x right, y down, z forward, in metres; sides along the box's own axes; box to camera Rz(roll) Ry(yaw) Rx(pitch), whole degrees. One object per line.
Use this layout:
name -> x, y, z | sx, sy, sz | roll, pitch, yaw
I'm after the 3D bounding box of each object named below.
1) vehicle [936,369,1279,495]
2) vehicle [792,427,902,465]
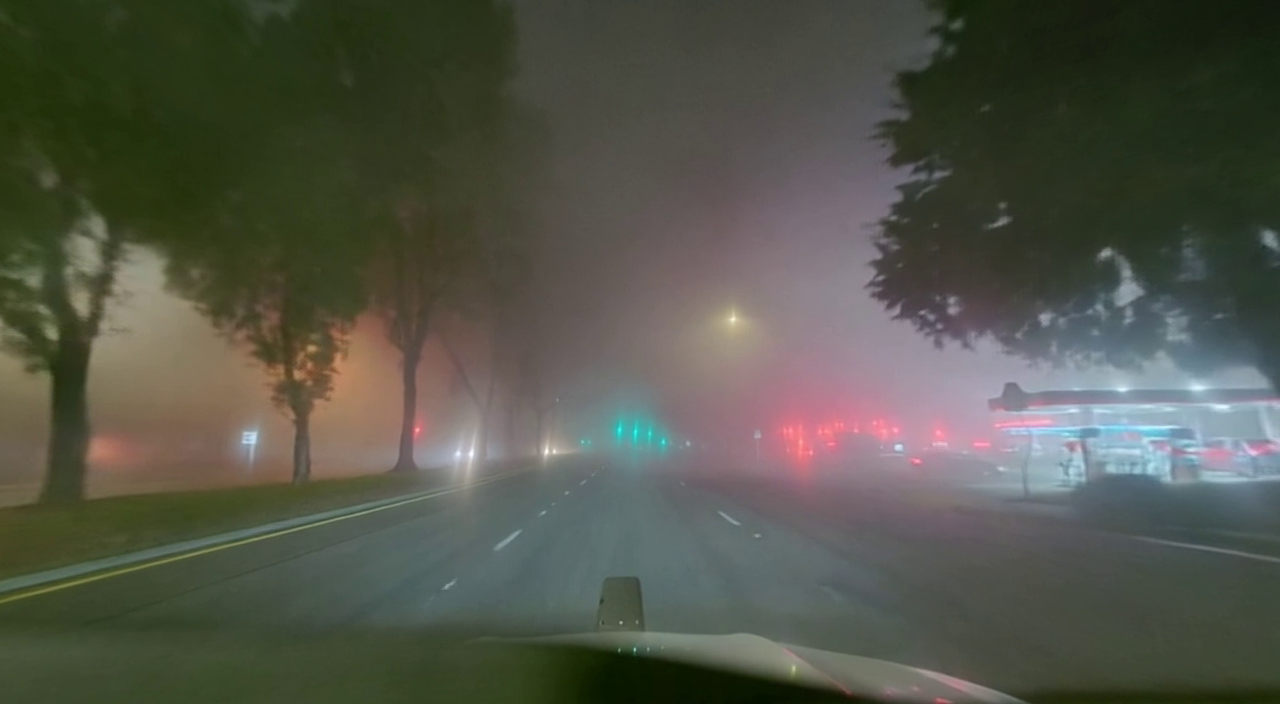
vehicle -> 14.228, 2.422, 18.971 | 9.127, 3.409, 2.992 | 0, -8, -2
vehicle -> 13.089, 5.983, 40.283 | 6.063, 2.313, 2.534 | 0, -8, 1
